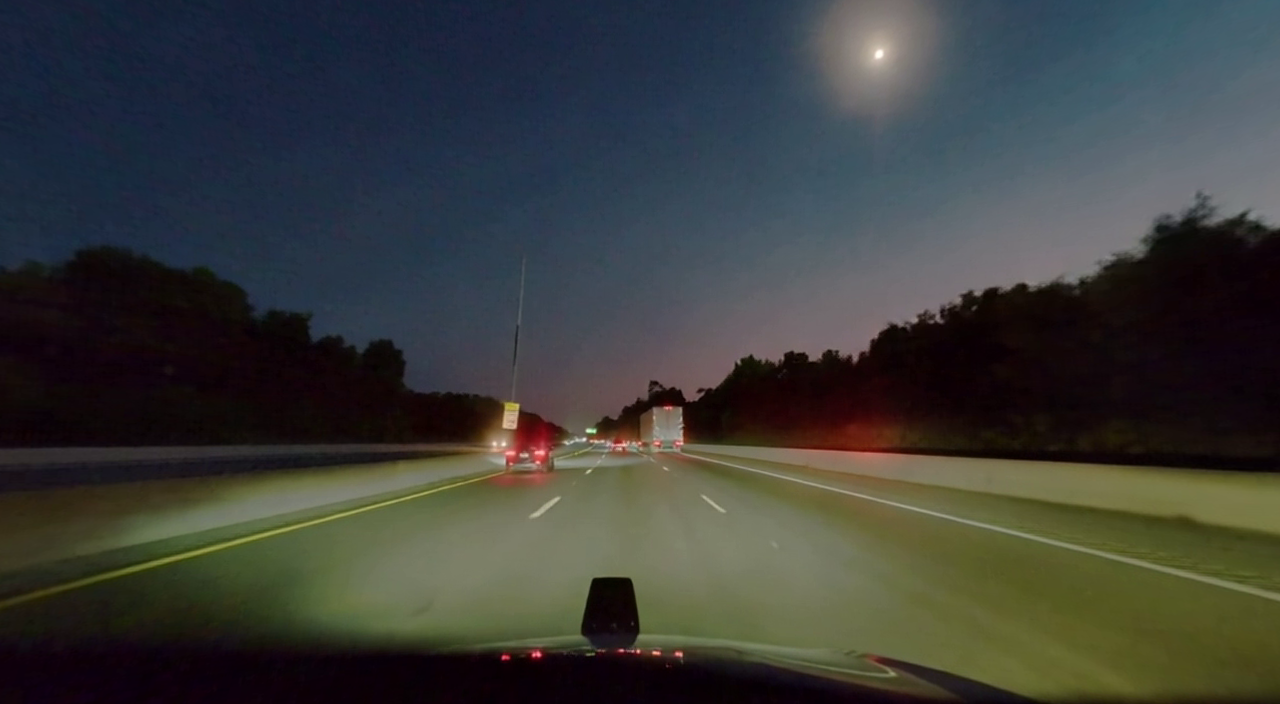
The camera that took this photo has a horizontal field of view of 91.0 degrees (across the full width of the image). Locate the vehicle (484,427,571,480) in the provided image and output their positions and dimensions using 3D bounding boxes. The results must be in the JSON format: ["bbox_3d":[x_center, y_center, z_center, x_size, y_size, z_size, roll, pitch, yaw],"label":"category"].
[{"bbox_3d":[-4.016,3.736,23.419,2.377,1.747,4.703,0,-8,0],"label":"vehicle"}]

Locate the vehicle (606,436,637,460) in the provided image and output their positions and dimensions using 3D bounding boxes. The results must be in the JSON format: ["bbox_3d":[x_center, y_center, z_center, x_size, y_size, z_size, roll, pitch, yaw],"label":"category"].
[{"bbox_3d":[-1.294,6.731,44.290,2.125,1.542,3.816,0,-8,-2],"label":"vehicle"}]
